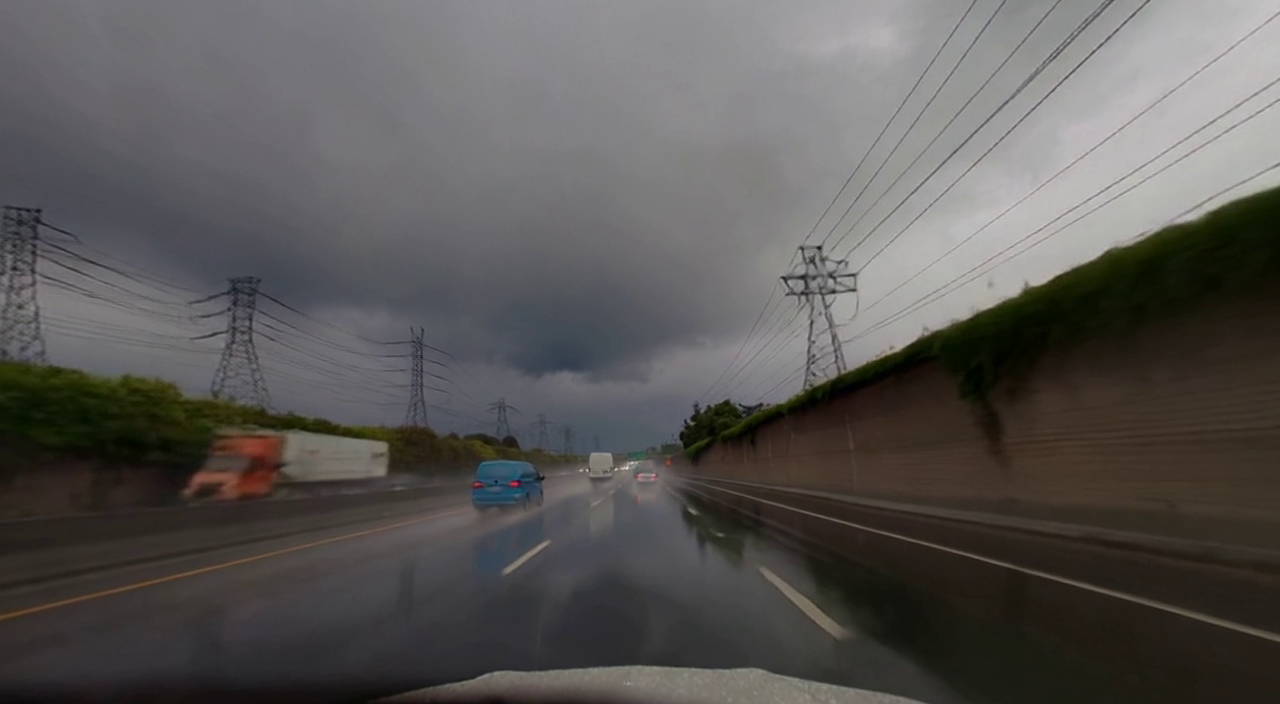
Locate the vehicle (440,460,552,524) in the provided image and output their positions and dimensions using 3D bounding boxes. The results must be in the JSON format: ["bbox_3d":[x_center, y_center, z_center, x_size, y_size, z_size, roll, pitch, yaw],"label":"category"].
[{"bbox_3d":[-3.834,3.863,17.715,2.023,1.541,4.543,0,-11,1],"label":"vehicle"}]

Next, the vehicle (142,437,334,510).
[{"bbox_3d":[-19.420,6.095,31.655,3.041,3.021,10.124,1,-11,-1],"label":"vehicle"}]

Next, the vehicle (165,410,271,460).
[{"bbox_3d":[-19.422,3.916,29.257,1.955,1.634,4.229,0,-17,-1],"label":"vehicle"}]

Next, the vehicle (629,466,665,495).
[{"bbox_3d":[0.382,7.568,37.271,2.006,1.554,3.863,1,-11,-1],"label":"vehicle"}]
